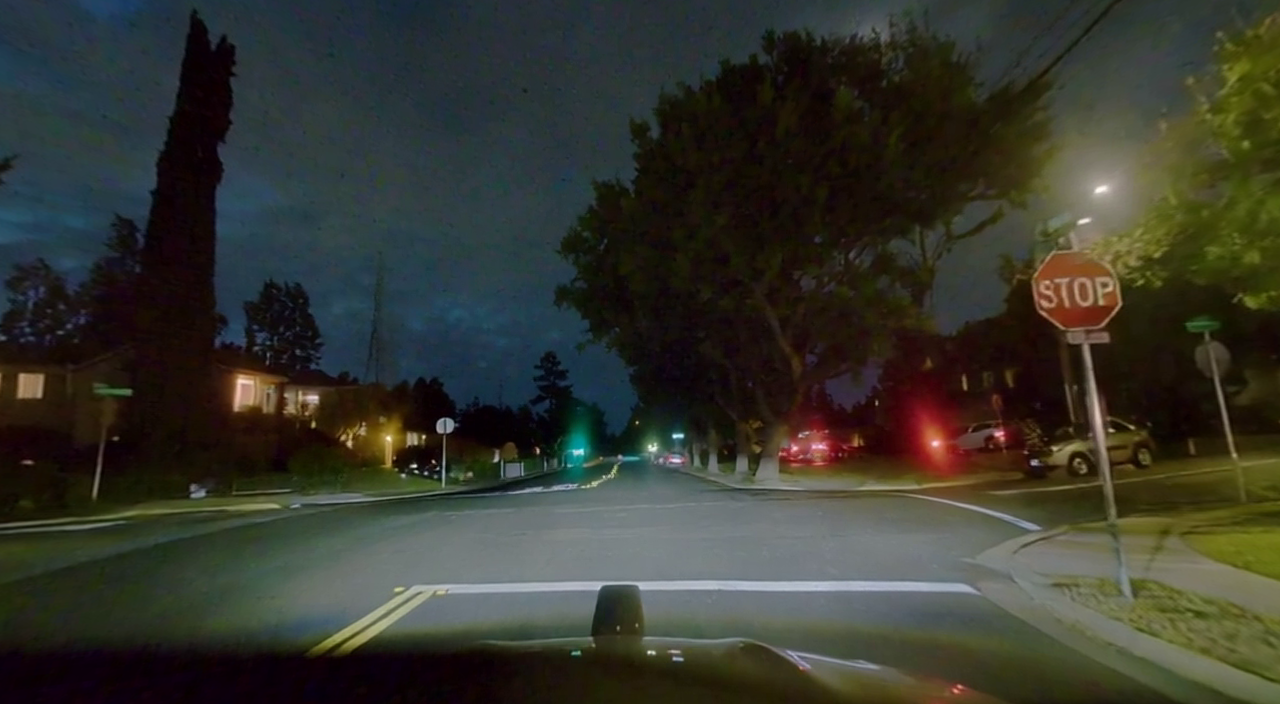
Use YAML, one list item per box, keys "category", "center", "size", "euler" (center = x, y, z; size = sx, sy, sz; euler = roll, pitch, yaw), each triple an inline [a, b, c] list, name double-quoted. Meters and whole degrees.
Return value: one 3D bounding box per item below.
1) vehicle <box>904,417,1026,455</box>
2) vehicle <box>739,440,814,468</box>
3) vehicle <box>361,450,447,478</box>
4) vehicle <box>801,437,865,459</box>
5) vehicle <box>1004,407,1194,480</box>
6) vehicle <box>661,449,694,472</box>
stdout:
- category: "vehicle"
  center: [14.688, 3.867, 28.846]
  size: [1.960, 1.584, 4.669]
  euler: [3, -9, -24]
- category: "vehicle"
  center: [9.063, 6.827, 41.946]
  size: [4.399, 1.537, 1.859]
  euler: [4, -20, -21]
- category: "vehicle"
  center: [-12.666, 6.026, 34.024]
  size: [3.937, 1.390, 1.644]
  euler: [0, -7, -1]
- category: "vehicle"
  center: [13.484, 6.700, 44.084]
  size: [4.032, 1.444, 1.747]
  euler: [3, -9, -23]
- category: "vehicle"
  center: [14.828, 2.983, 20.512]
  size: [4.788, 1.875, 2.148]
  euler: [1, -20, -16]
- category: "vehicle"
  center: [2.773, 8.160, 47.641]
  size: [2.000, 1.560, 4.487]
  euler: [0, -8, -2]
